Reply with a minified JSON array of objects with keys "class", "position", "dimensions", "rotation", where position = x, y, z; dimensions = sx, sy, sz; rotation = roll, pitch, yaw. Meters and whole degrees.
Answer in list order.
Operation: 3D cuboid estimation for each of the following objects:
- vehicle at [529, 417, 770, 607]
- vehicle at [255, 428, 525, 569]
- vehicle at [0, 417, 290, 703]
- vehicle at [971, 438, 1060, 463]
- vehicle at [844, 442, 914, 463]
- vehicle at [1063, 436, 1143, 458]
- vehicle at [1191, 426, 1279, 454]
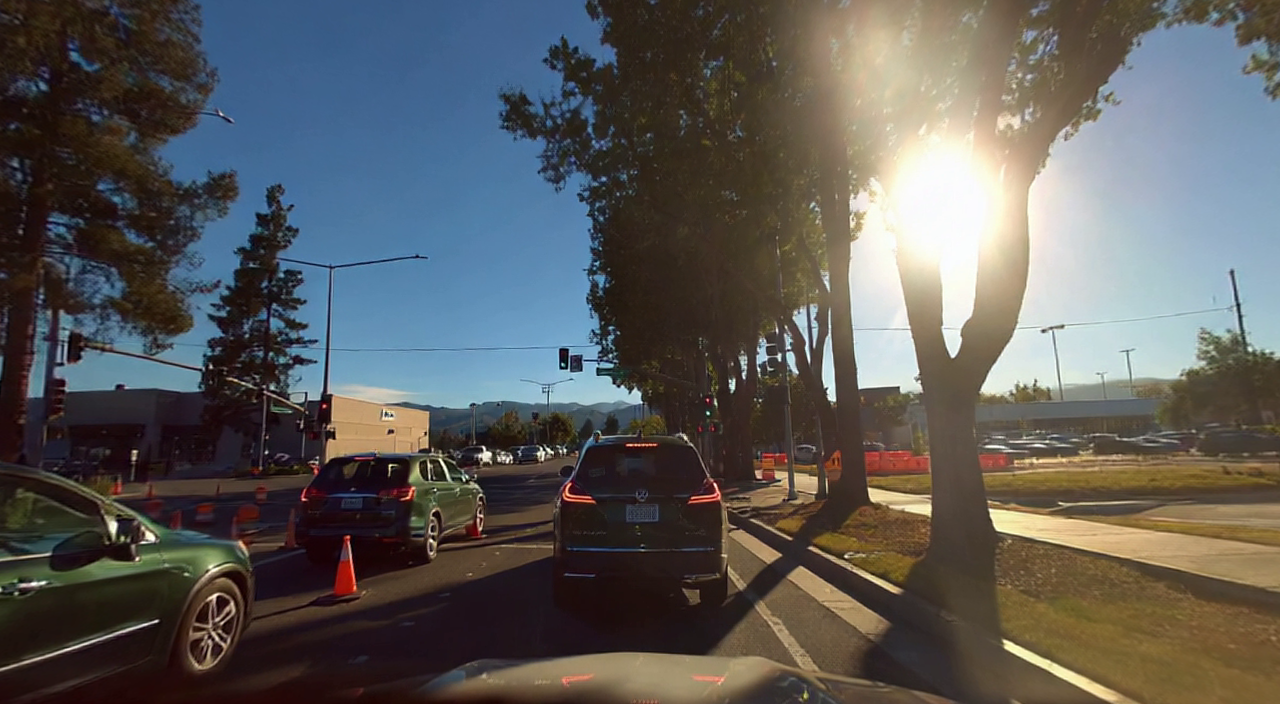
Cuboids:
[{"class":"vehicle","position":[0.125,1.629,7.211],"dimensions":[2.021,1.560,3.676],"rotation":[0,-9,1]},{"class":"vehicle","position":[-3.251,1.999,9.451],"dimensions":[1.989,1.541,4.626],"rotation":[0,-9,2]},{"class":"vehicle","position":[-3.580,0.950,2.148],"dimensions":[1.964,1.497,4.722],"rotation":[0,-9,1]},{"class":"vehicle","position":[24.063,6.334,40.449],"dimensions":[4.463,1.482,1.808],"rotation":[0,-9,2]},{"class":"vehicle","position":[17.924,7.577,47.328],"dimensions":[4.581,1.480,1.752],"rotation":[1,-9,0]},{"class":"vehicle","position":[36.698,7.566,49.969],"dimensions":[4.791,1.635,1.857],"rotation":[0,-9,1]},{"class":"vehicle","position":[38.999,5.707,40.682],"dimensions":[4.805,1.688,1.923],"rotation":[0,-9,1]}]
